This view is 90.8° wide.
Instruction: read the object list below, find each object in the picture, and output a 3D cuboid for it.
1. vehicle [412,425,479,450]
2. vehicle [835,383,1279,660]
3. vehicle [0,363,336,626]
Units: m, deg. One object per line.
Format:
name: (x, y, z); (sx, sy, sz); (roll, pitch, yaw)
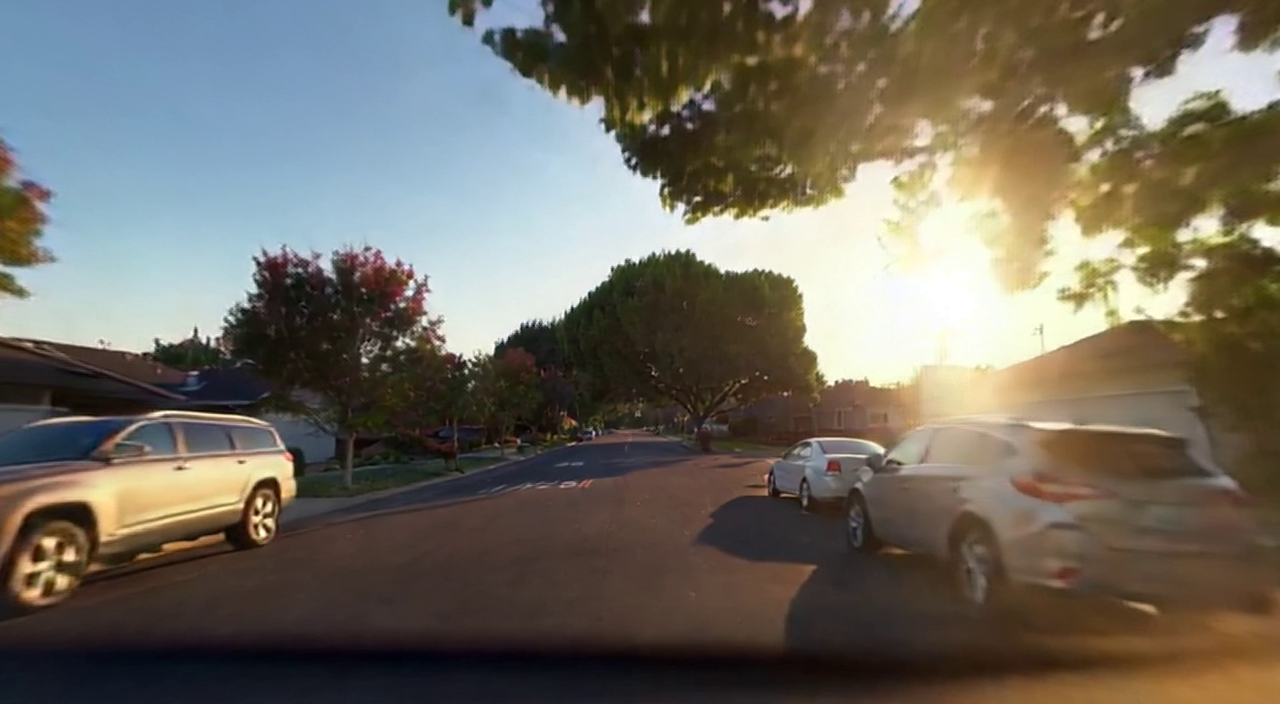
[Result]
vehicle: (-13.372, 5.885, 43.507); (3.921, 1.629, 1.832); (0, -10, 2)
vehicle: (3.736, 1.395, 6.334); (2.033, 1.730, 4.554); (0, -8, -1)
vehicle: (-6.026, 1.476, 7.294); (2.322, 1.949, 5.695); (-1, -9, -2)
